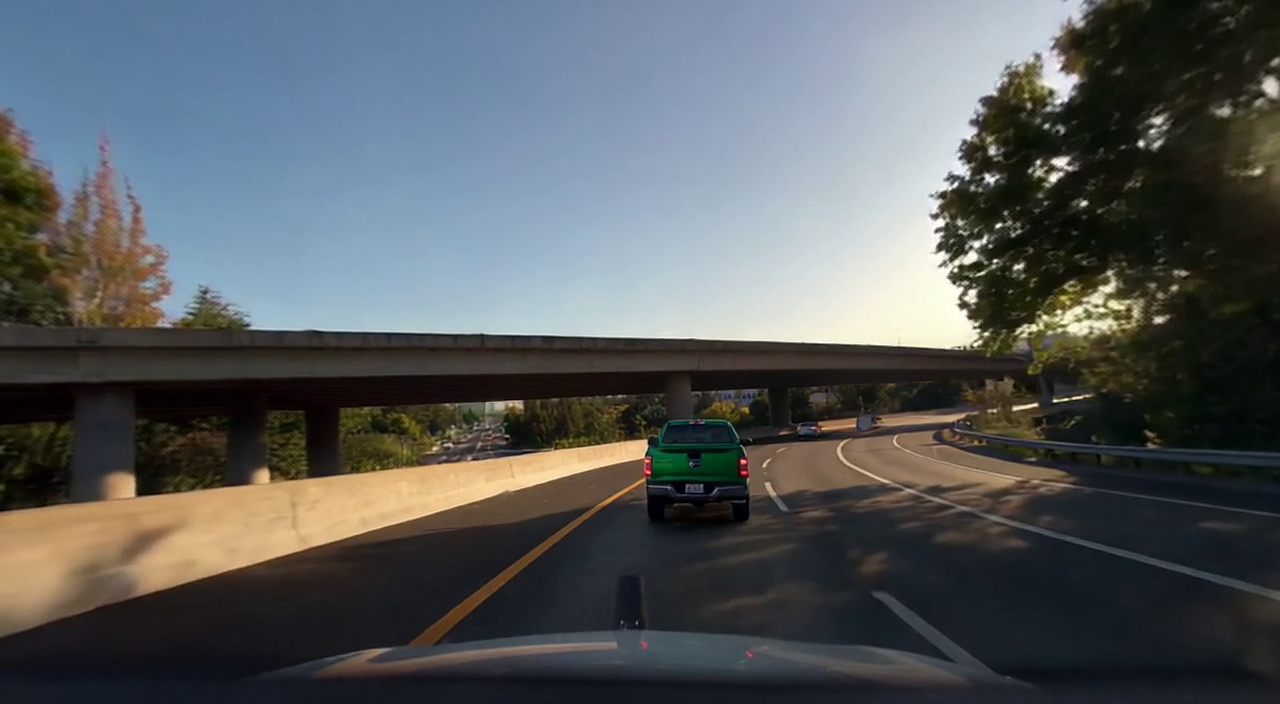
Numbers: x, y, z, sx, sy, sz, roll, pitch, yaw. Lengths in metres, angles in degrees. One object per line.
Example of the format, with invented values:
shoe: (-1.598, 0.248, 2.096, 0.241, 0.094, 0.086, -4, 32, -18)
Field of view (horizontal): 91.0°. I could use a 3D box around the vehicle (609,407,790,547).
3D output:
vehicle: (0.923, 1.892, 10.140, 2.235, 1.716, 4.435, -1, -9, 5)
